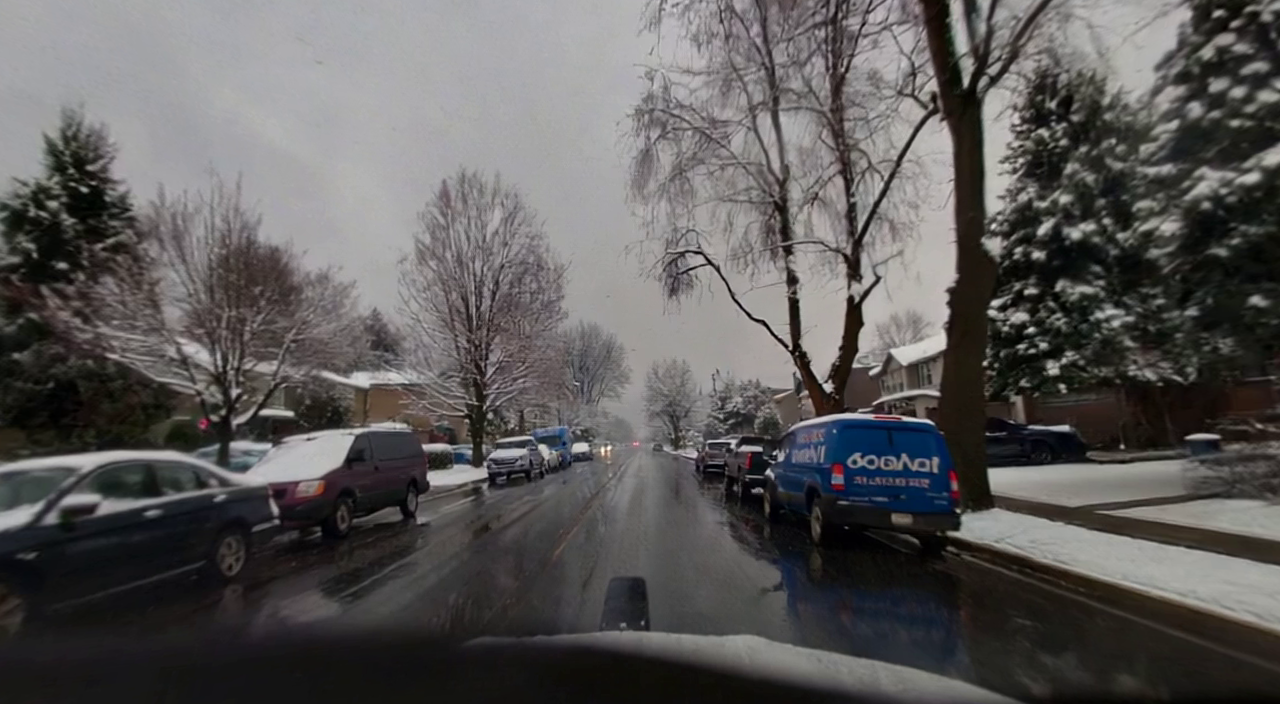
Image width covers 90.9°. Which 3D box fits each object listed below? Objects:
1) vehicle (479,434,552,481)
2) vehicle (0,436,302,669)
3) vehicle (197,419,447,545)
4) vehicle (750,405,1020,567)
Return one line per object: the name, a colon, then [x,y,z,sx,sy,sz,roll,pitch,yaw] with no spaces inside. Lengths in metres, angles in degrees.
vehicle: [-5.247,4.497,27.223,2.090,1.855,4.494,0,-8,2]
vehicle: [-5.411,1.566,5.692,2.134,1.569,4.628,0,-8,0]
vehicle: [-5.377,2.242,11.623,2.163,1.818,4.697,0,-8,0]
vehicle: [3.240,1.891,9.759,2.059,1.824,5.045,0,-8,-1]
